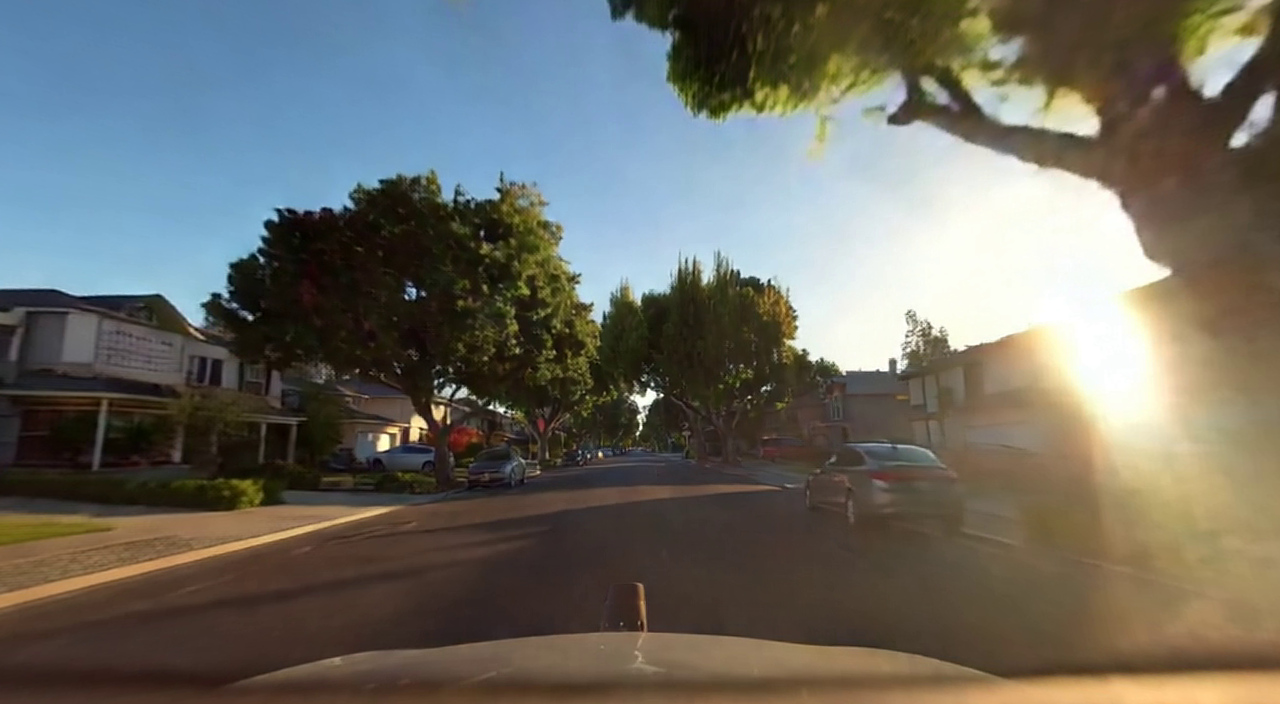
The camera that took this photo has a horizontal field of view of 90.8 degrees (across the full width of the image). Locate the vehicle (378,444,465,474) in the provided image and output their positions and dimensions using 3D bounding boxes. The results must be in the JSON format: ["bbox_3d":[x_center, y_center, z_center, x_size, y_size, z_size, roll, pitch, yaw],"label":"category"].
[{"bbox_3d":[-12.215,5.981,35.444,4.135,1.567,1.944,0,-9,2],"label":"vehicle"}]

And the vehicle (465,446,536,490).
[{"bbox_3d":[-5.713,4.786,26.428,1.944,1.621,4.187,-1,-9,1],"label":"vehicle"}]

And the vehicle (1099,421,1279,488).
[{"bbox_3d":[14.574,2.564,15.857,4.584,1.525,2.018,-5,-10,28],"label":"vehicle"}]

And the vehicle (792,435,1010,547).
[{"bbox_3d":[4.258,2.316,11.263,1.996,1.585,4.371,0,-9,0],"label":"vehicle"}]

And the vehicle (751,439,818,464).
[{"bbox_3d":[11.269,7.772,49.428,4.626,1.880,1.980,1,-9,-9],"label":"vehicle"}]
